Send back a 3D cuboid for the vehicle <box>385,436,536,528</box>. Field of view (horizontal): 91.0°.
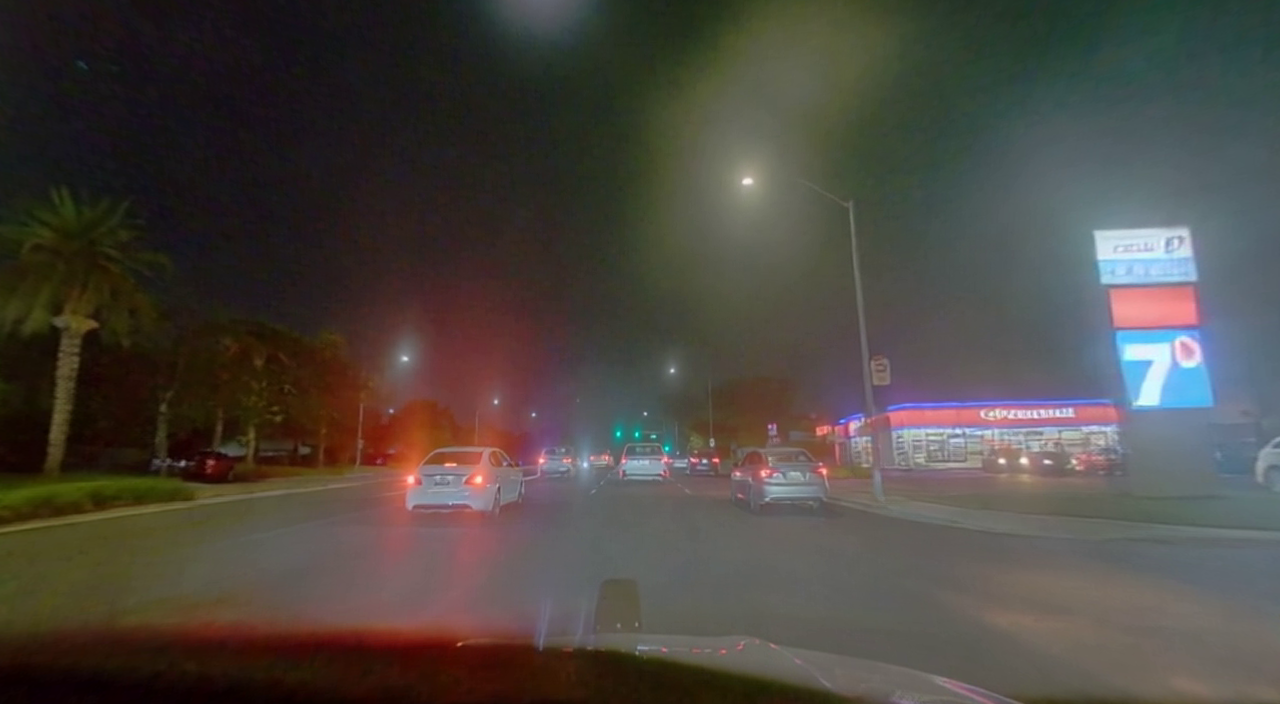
[{"bbox_3d":[-3.339,2.478,12.637,1.864,1.505,4.202,0,-8,-1],"label":"vehicle"}]

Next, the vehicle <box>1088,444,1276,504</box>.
[{"bbox_3d":[14.232,3.178,16.837,1.833,1.392,3.588,0,-8,1],"label":"vehicle"}]

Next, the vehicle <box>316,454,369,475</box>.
[{"bbox_3d":[-22.675,8.595,48.139,1.827,1.441,4.660,0,-8,0],"label":"vehicle"}]

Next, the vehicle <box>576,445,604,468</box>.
[{"bbox_3d":[-3.834,8.066,48.830,1.871,1.673,3.920,0,-8,1],"label":"vehicle"}]

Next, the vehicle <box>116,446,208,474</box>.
[{"bbox_3d":[-30.240,6.823,39.913,4.123,1.648,2.053,0,-8,1],"label":"vehicle"}]

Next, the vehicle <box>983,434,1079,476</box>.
[{"bbox_3d":[18.458,4.874,29.993,1.905,1.833,4.347,0,-8,2],"label":"vehicle"}]

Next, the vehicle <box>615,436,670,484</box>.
[{"bbox_3d":[0.068,4.610,27.113,2.164,1.867,4.254,0,-8,-1],"label":"vehicle"}]

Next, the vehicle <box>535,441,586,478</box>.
[{"bbox_3d":[-3.826,5.253,31.016,1.932,1.695,4.235,0,-8,0],"label":"vehicle"}]

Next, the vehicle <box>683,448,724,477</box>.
[{"bbox_3d":[3.558,6.268,35.962,1.880,1.476,3.932,0,-8,-1],"label":"vehicle"}]

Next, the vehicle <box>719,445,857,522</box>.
[{"bbox_3d":[3.230,2.949,14.781,1.977,1.480,4.589,0,-8,-2],"label":"vehicle"}]
